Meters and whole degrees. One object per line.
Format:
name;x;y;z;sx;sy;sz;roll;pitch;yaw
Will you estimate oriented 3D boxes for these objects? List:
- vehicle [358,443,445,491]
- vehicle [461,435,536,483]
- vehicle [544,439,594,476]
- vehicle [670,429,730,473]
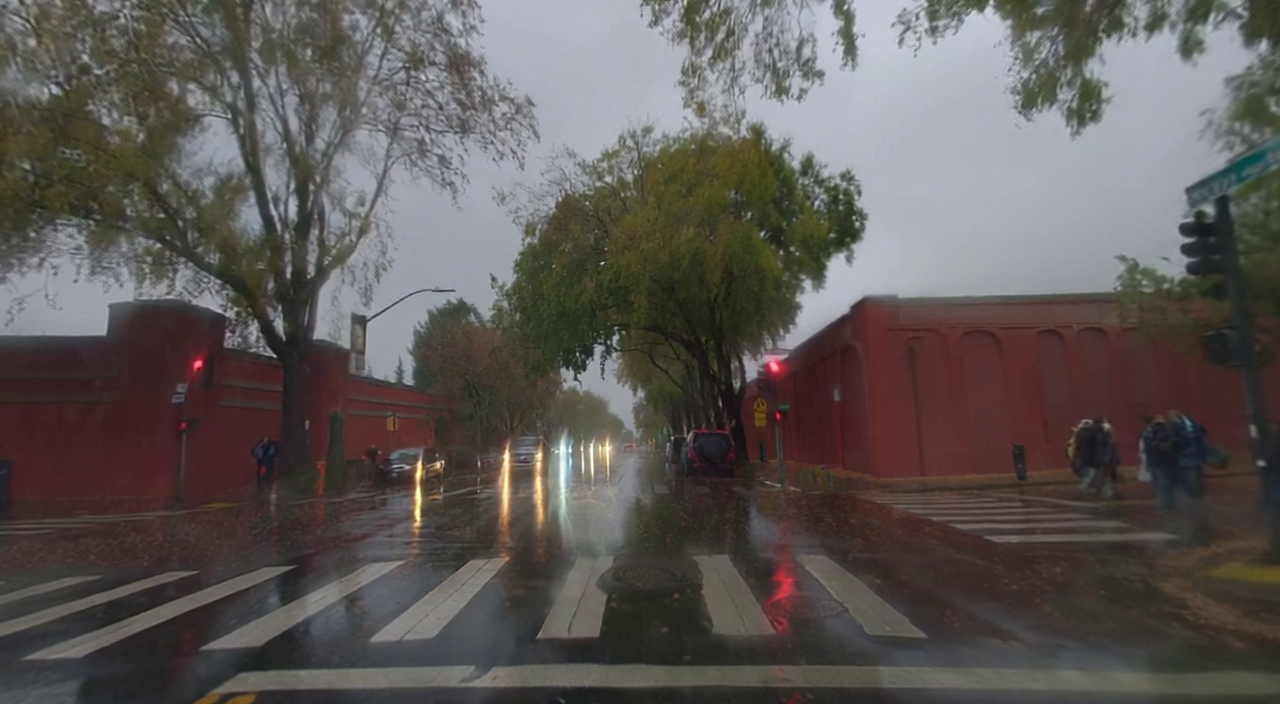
vehicle;-9.909;4.755;26.604;2.216;1.804;4.526;1;-8;-5
vehicle;-5.972;4.570;27.274;2.242;1.887;4.924;0;-8;-2
vehicle;-3.285;4.962;29.816;2.033;1.596;4.142;0;-8;-2
vehicle;3.096;5.313;34.088;2.557;2.188;5.164;0;-8;-2
